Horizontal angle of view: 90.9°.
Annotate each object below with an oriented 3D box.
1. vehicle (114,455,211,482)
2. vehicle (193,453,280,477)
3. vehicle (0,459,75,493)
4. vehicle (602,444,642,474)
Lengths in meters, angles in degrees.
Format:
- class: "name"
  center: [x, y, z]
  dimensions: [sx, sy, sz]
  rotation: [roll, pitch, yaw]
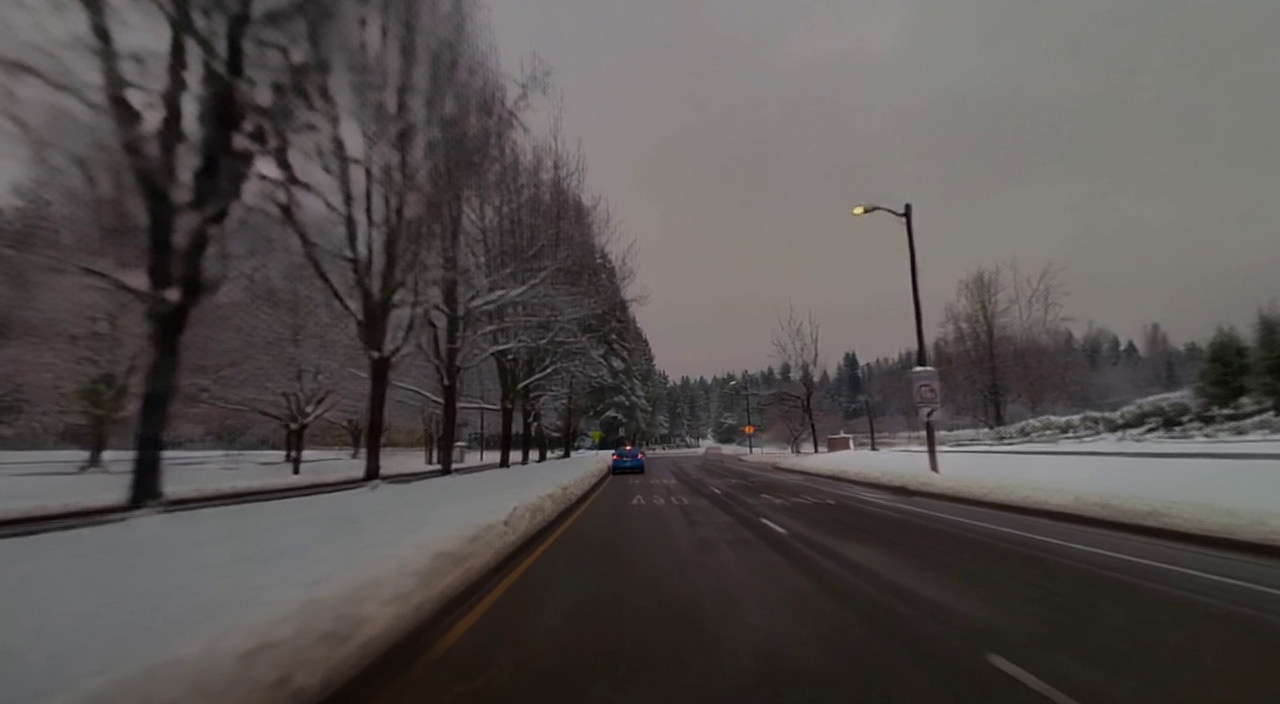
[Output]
- class: "vehicle"
  center: [-30.328, 7.403, 40.180]
  dimensions: [4.455, 1.566, 2.029]
  rotation: [0, -8, -2]
- class: "vehicle"
  center: [-30.389, 8.513, 47.622]
  dimensions: [4.923, 1.697, 2.209]
  rotation: [0, -8, -4]
- class: "vehicle"
  center: [-30.080, 5.892, 30.014]
  dimensions: [4.333, 1.448, 2.097]
  rotation: [-1, -8, 2]
- class: "vehicle"
  center: [-0.905, 5.663, 33.683]
  dimensions: [1.978, 1.499, 3.915]
  rotation: [-1, -8, 1]
